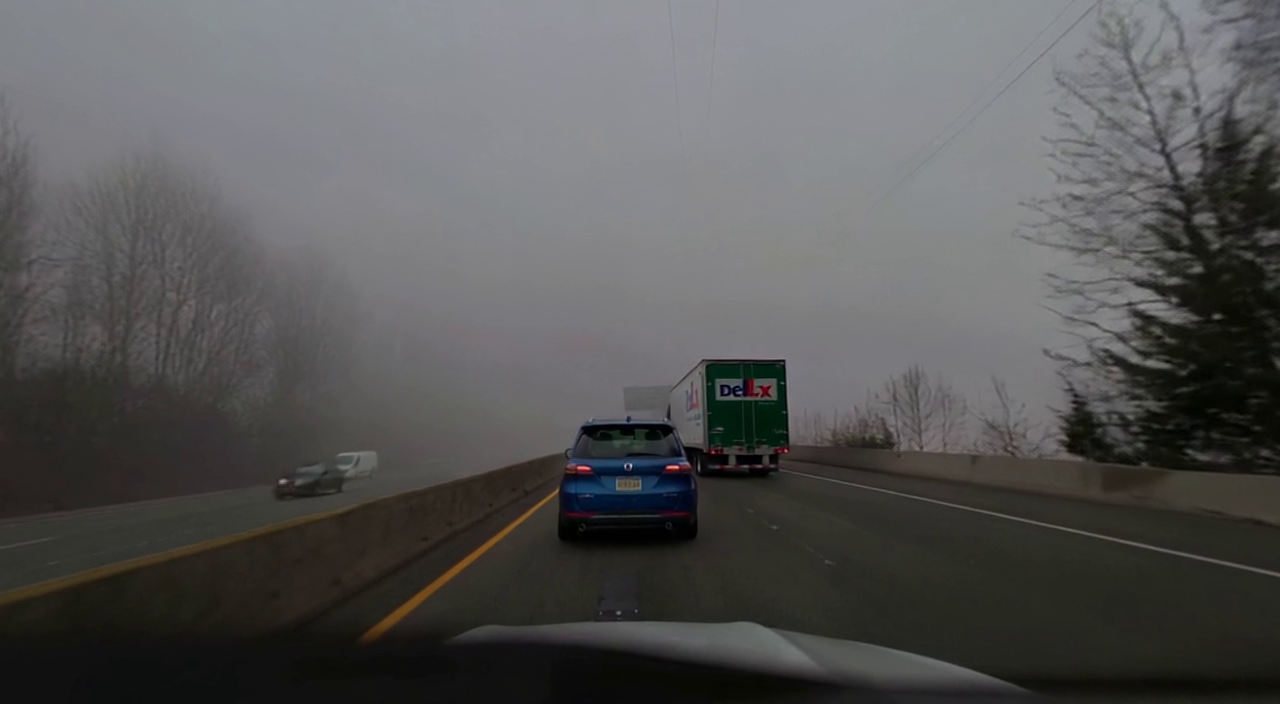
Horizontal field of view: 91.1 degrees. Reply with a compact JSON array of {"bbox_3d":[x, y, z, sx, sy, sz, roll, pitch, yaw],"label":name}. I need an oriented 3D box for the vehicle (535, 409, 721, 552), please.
[{"bbox_3d":[-0.170,1.694,9.021,2.062,1.581,3.914,0,-8,-1],"label":"vehicle"}]

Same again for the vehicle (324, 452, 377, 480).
[{"bbox_3d":[-22.465,8.845,49.023,2.081,1.900,4.823,0,-8,-4],"label":"vehicle"}]

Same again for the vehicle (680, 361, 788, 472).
[{"bbox_3d":[3.576,2.836,26.471,2.835,3.872,8.916,0,-8,-2],"label":"vehicle"}]
